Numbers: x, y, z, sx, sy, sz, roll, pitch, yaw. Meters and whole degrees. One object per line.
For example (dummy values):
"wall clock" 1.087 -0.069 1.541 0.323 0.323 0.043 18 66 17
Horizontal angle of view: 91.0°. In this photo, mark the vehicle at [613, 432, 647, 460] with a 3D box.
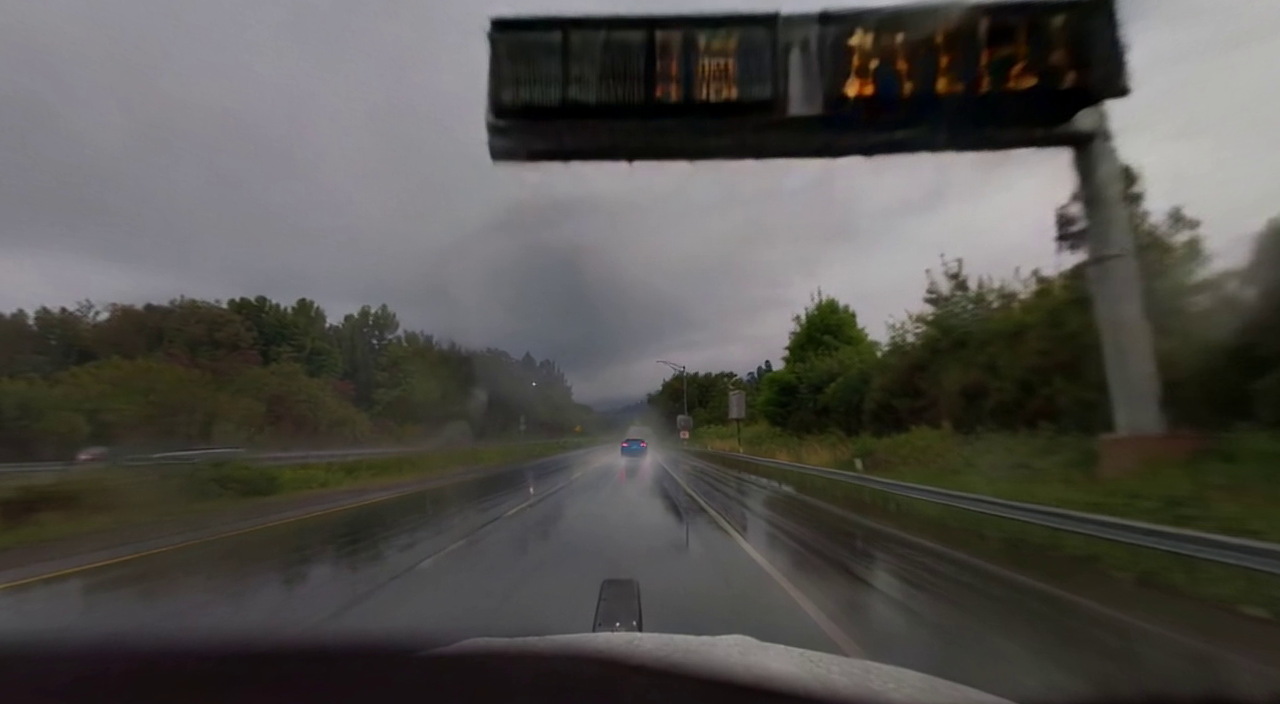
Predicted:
"vehicle" -0.650 6.317 42.454 2.180 1.717 4.139 0 -8 -1

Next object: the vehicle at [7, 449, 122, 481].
"vehicle" -30.153 5.906 33.195 1.799 1.450 4.560 0 -8 -1
